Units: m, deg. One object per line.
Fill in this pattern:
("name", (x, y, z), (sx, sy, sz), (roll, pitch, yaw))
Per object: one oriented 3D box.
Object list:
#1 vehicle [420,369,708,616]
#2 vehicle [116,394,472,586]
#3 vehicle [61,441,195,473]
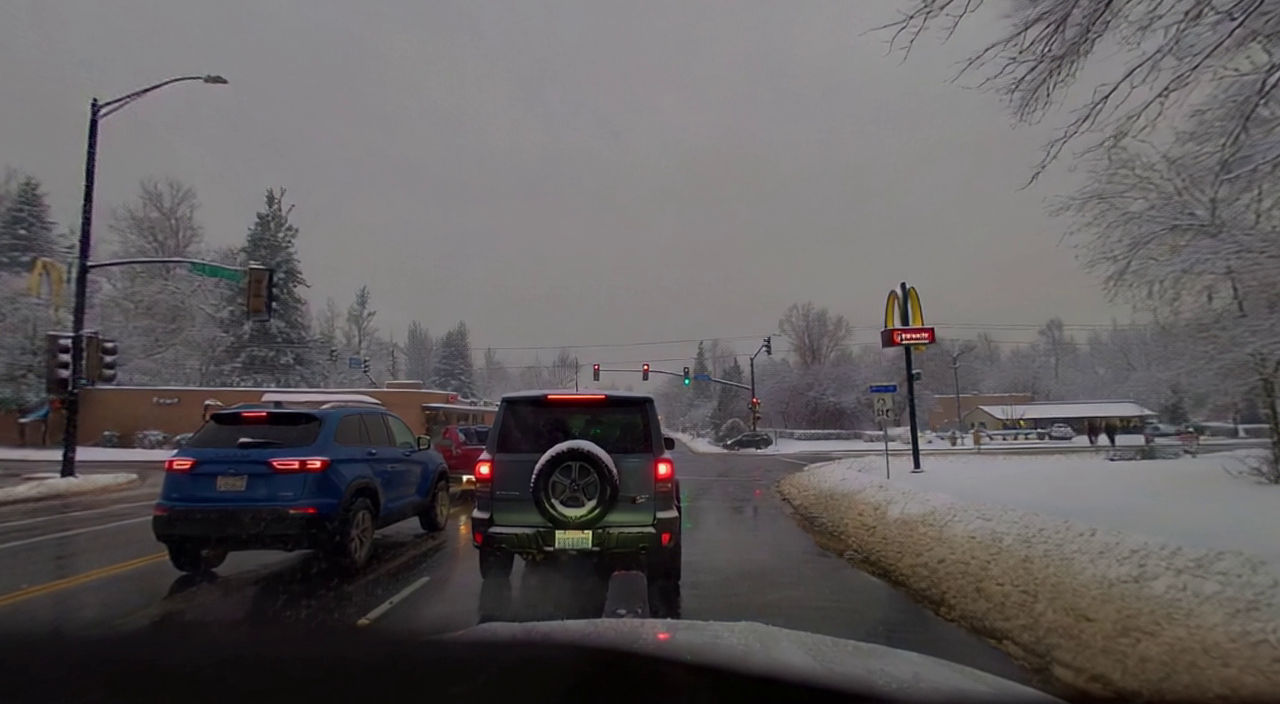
("vehicle", (-0.630, 1.435, 7.331), (2.224, 1.923, 4.643), (0, -8, -1))
("vehicle", (-3.910, 1.652, 8.346), (2.130, 1.819, 4.497), (0, -8, 0))
("vehicle", (-25.239, 5.187, 31.371), (4.713, 1.445, 1.887), (4, -9, -24))
